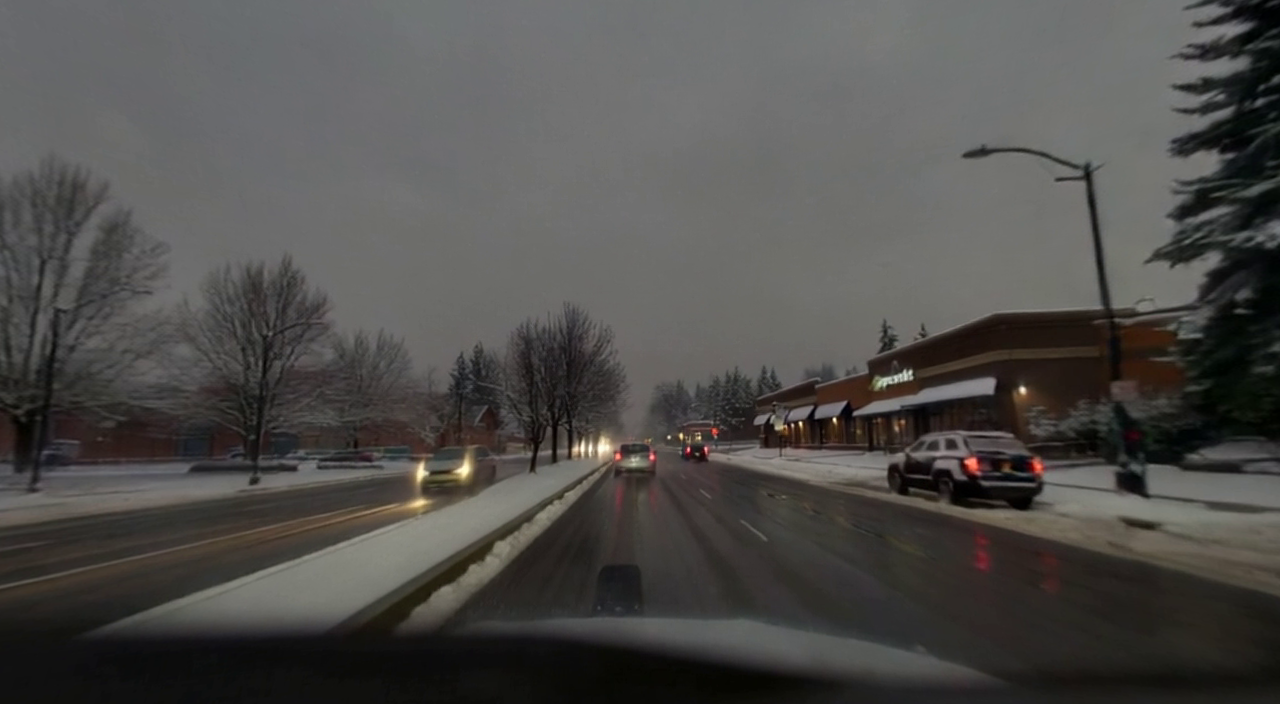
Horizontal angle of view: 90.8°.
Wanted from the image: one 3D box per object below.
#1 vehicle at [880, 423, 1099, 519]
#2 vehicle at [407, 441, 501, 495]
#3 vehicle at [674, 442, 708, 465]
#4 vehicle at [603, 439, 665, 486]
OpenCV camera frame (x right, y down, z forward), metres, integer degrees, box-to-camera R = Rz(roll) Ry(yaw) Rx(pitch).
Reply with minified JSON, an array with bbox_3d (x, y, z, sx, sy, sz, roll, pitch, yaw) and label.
[{"bbox_3d":[7.600,2.641,14.597,2.165,1.787,5.231,-1,-9,2],"label":"vehicle"},{"bbox_3d":[-5.891,3.693,20.537,1.999,1.531,4.011,0,-9,-3],"label":"vehicle"},{"bbox_3d":[3.525,7.089,44.319,1.910,1.474,4.003,0,-9,-1],"label":"vehicle"},{"bbox_3d":[-0.231,3.849,22.308,2.006,1.487,3.535,0,-9,-1],"label":"vehicle"}]
